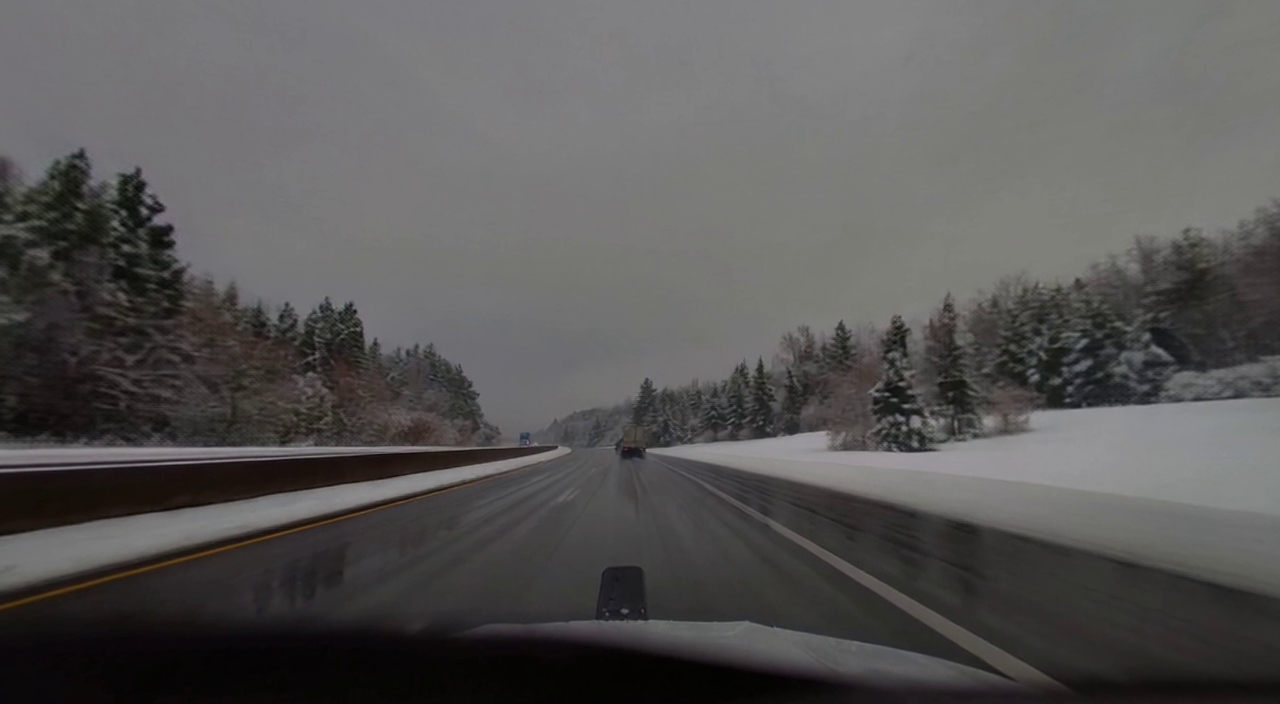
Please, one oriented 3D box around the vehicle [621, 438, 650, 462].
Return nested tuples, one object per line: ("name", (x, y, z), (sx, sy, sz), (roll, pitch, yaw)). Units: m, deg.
("vehicle", (-0.415, 7.611, 49.089), (2.079, 1.729, 4.380), (0, -8, -3))
